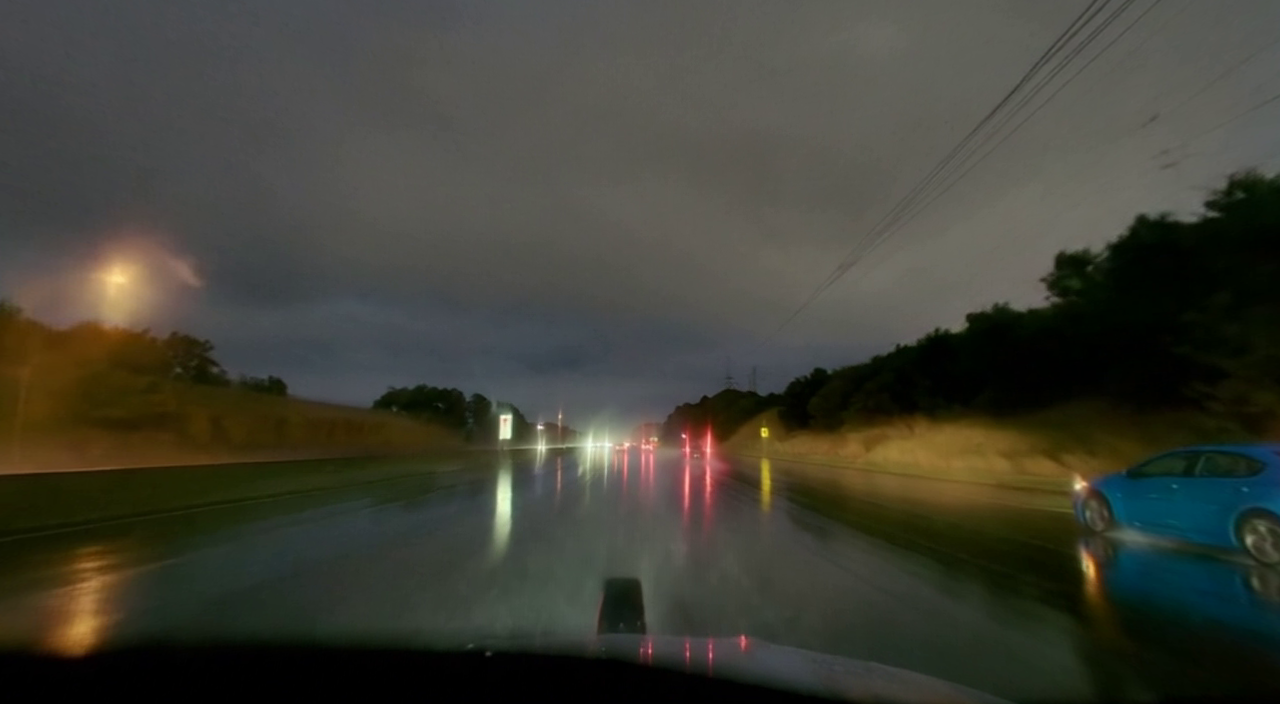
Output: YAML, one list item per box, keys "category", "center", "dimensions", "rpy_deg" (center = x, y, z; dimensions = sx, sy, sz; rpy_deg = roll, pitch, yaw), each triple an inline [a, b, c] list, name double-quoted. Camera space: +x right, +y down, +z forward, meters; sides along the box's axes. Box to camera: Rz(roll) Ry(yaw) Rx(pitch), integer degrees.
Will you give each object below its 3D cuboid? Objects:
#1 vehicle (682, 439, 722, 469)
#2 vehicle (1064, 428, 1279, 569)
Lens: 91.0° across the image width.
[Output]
- category: "vehicle"
  center: [3.941, 6.538, 40.697]
  dimensions: [2.159, 1.782, 4.673]
  rpy_deg: [0, -8, 1]
- category: "vehicle"
  center: [8.087, 1.799, 8.076]
  dimensions: [1.970, 1.545, 4.818]
  rpy_deg: [0, -8, 0]
